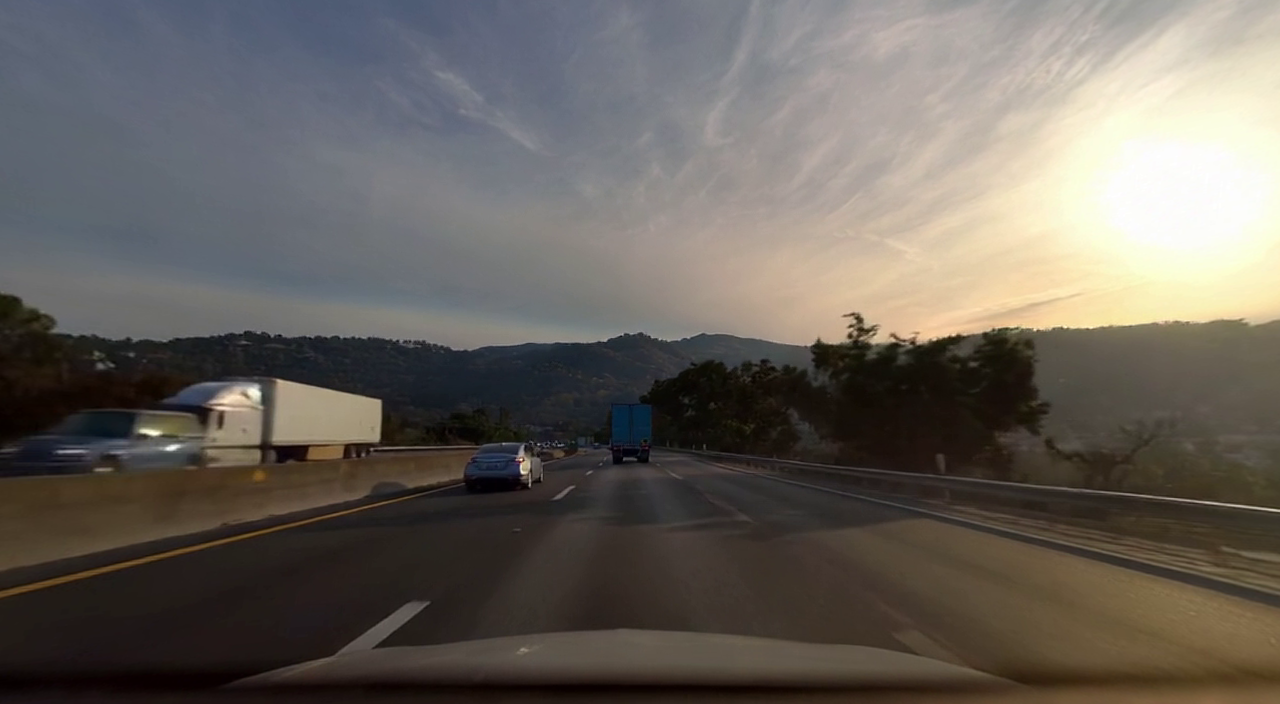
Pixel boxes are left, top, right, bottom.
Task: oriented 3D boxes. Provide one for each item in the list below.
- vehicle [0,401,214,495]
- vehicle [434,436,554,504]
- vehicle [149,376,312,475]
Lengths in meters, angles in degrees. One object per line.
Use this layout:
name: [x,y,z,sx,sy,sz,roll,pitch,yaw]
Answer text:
vehicle: [-12.897,2.306,15.006,2.047,1.878,4.683,0,-9,0]
vehicle: [-3.626,3.016,16.471,2.057,1.519,4.372,0,-9,1]
vehicle: [-17.342,3.273,27.157,2.915,3.765,5.897,-1,-9,0]
